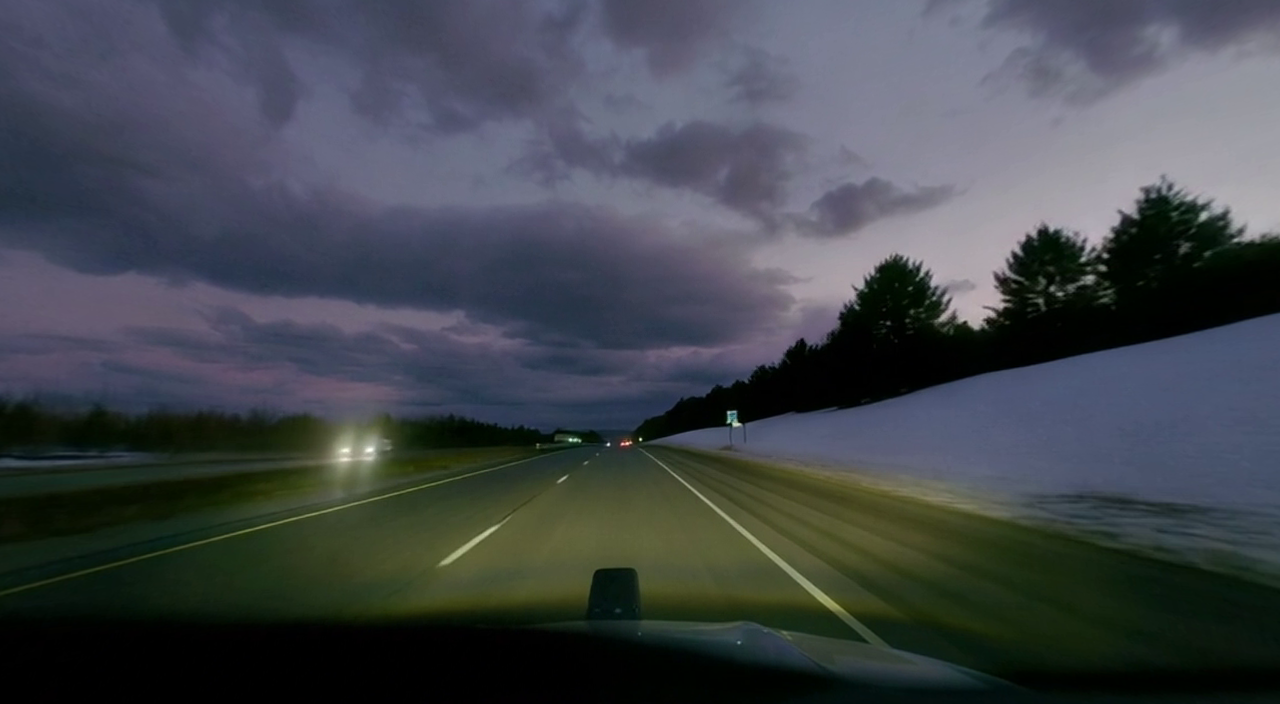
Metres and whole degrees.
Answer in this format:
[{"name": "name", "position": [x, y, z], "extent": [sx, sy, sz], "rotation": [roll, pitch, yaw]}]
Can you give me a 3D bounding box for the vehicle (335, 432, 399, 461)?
[{"name": "vehicle", "position": [-15.467, 5.346, 35.843], "extent": [1.853, 1.514, 3.922], "rotation": [0, -8, 0]}]
